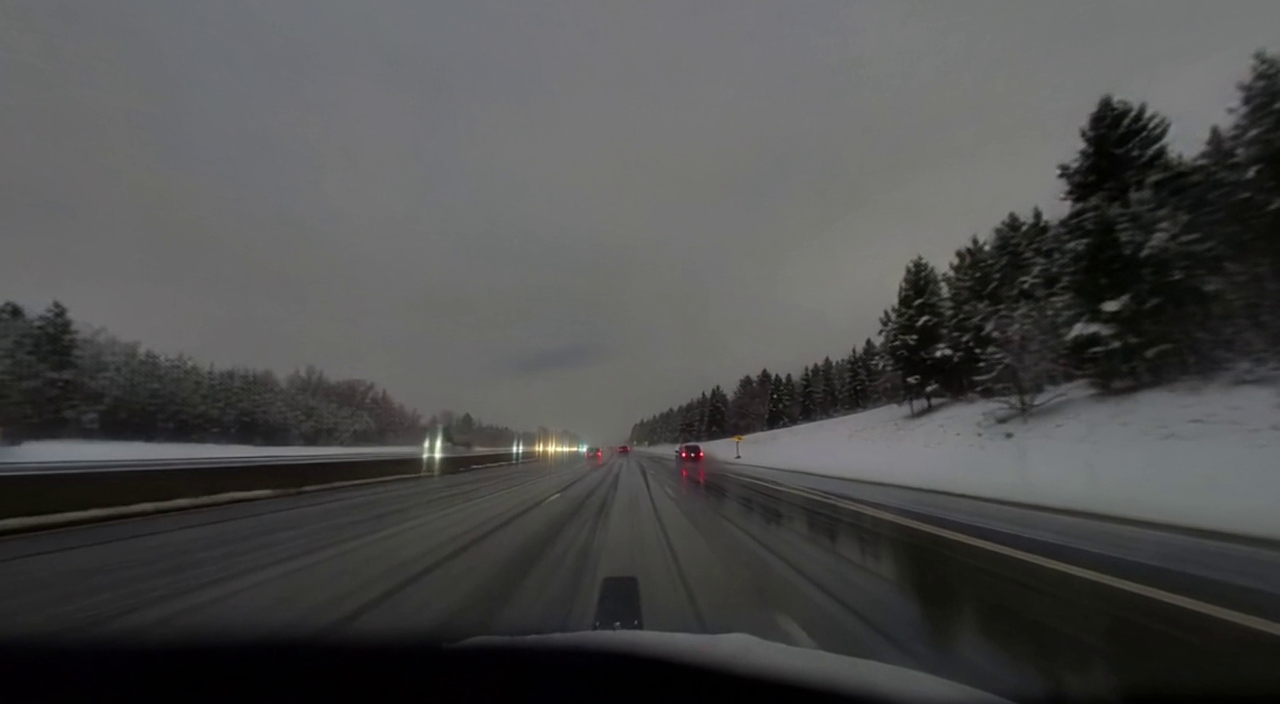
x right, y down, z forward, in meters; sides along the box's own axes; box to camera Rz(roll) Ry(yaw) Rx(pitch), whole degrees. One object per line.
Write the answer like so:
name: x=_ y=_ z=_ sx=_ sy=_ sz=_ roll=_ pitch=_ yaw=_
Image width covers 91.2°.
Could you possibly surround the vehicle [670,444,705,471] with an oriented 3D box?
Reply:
vehicle: x=2.948 y=6.657 z=39.715 sx=1.895 sy=1.555 sz=4.030 roll=0 pitch=-9 yaw=0
